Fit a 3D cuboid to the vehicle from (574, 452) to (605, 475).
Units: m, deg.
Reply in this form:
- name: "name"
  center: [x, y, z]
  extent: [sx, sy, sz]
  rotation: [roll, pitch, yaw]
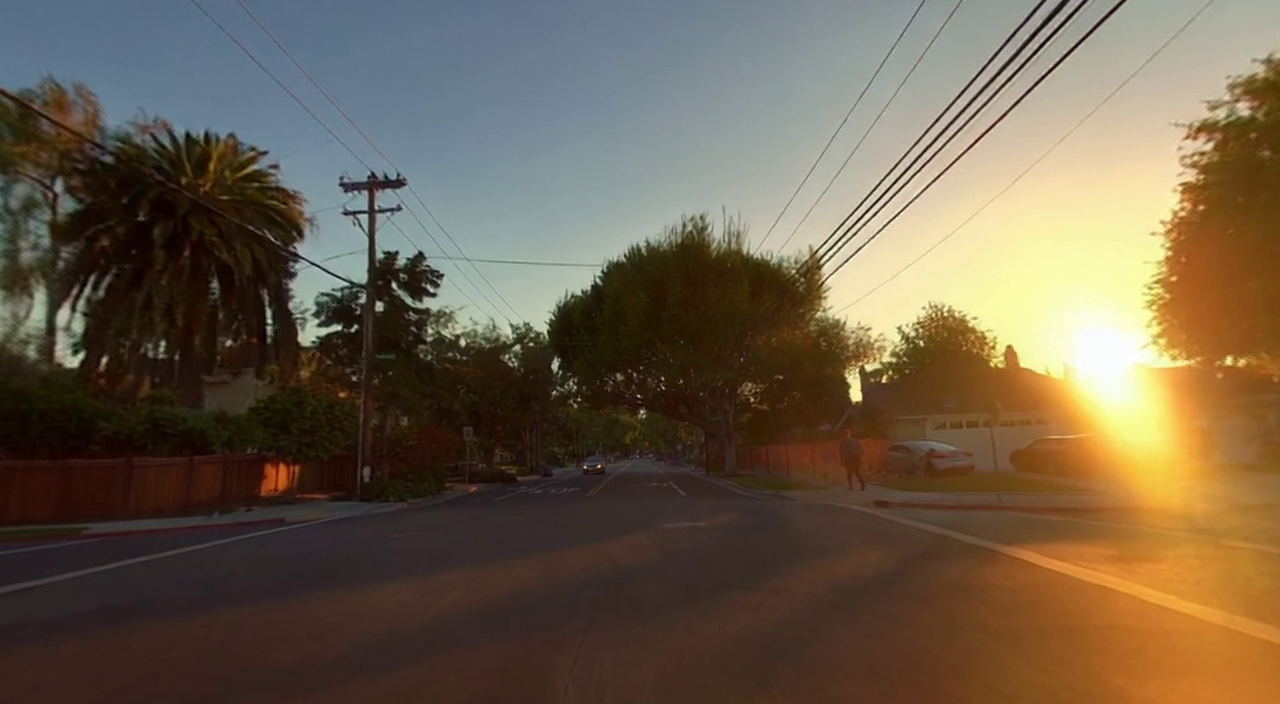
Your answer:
- name: "vehicle"
  center: [-3.762, 8.392, 47.711]
  extent: [1.935, 1.595, 3.972]
  rotation: [0, -8, 1]
